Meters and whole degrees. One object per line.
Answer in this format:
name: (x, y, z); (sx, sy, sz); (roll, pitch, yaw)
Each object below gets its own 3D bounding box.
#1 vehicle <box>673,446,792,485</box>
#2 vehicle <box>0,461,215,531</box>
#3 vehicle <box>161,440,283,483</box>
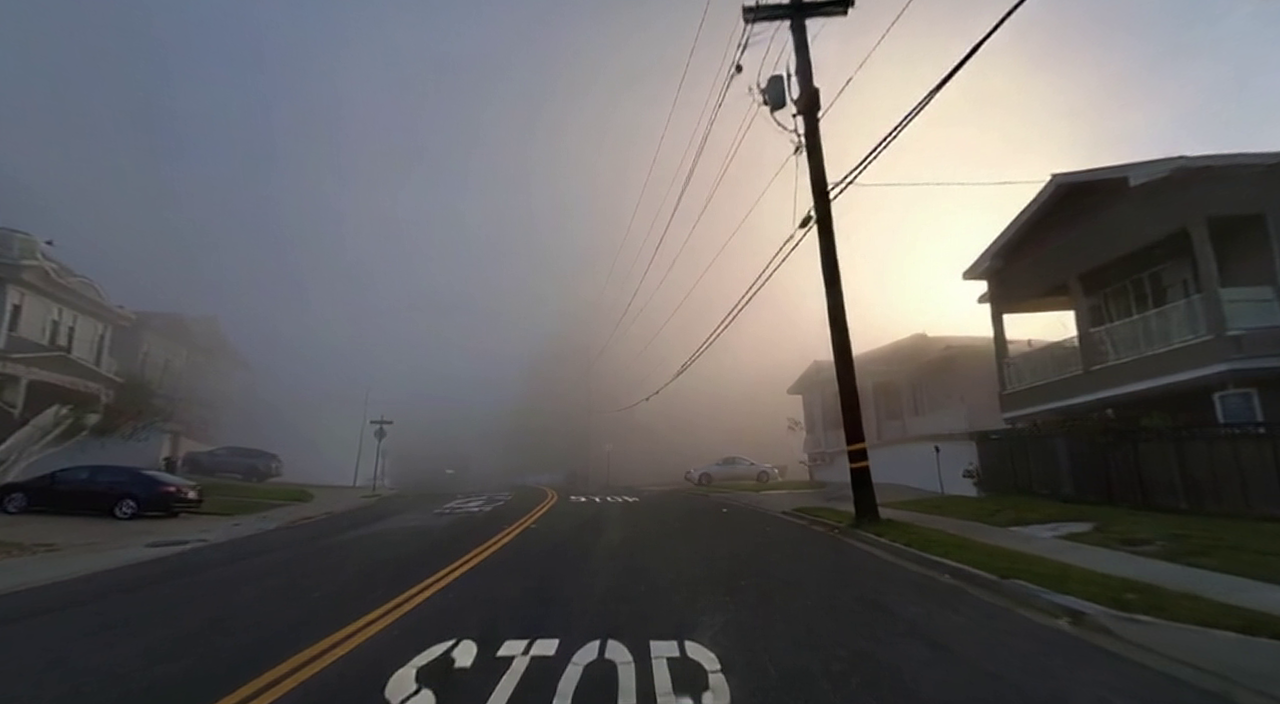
vehicle: (4.721, 5.850, 32.557); (5.578, 1.842, 2.300); (3, -9, -12)
vehicle: (-13.356, 3.510, 15.681); (4.146, 1.535, 1.862); (0, -8, -4)
vehicle: (-21.450, 5.753, 32.725); (4.942, 1.912, 2.121); (7, -17, -30)
